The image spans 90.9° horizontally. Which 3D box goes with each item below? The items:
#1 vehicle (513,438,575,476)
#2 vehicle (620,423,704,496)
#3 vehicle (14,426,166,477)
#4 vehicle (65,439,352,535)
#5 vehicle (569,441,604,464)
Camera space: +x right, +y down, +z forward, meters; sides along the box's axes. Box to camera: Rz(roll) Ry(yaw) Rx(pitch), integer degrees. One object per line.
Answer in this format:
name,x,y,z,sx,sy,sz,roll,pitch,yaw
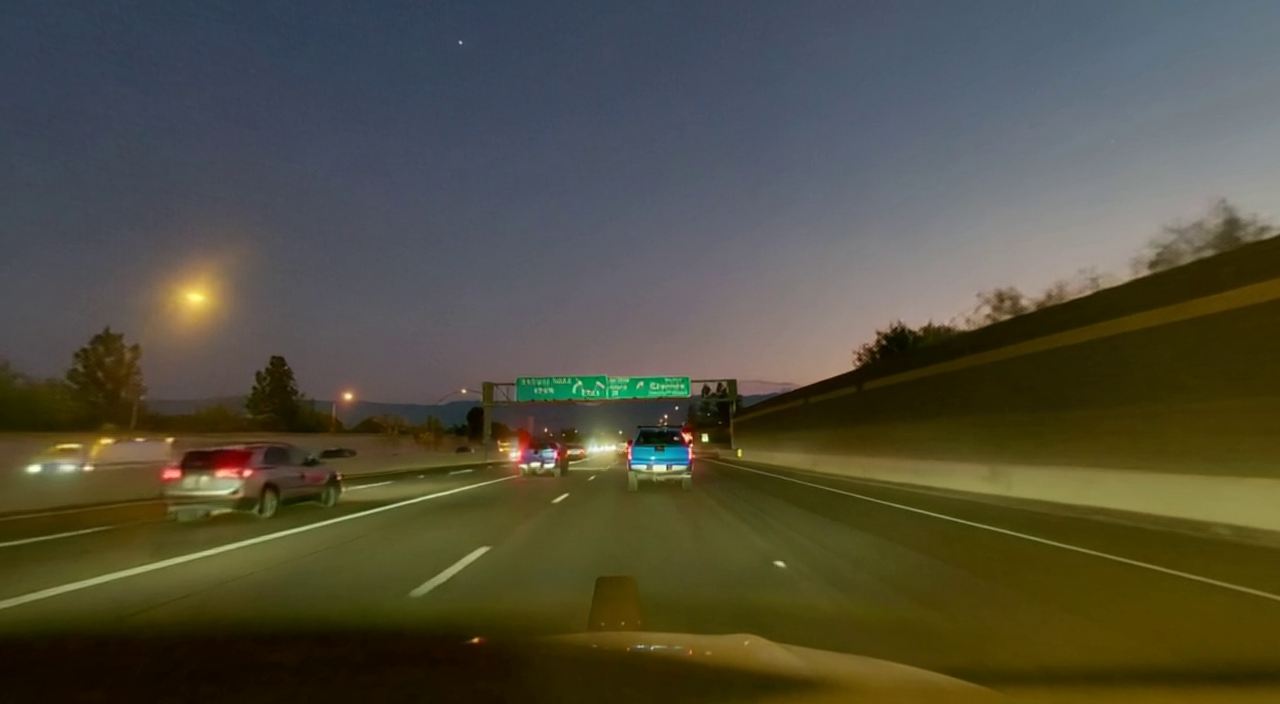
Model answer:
vehicle,-4.250,4.749,28.737,1.961,1.591,4.756,0,-8,1
vehicle,0.543,3.028,18.091,2.083,1.792,4.782,0,-8,0
vehicle,-34.270,6.234,39.788,2.699,2.920,7.178,-1,-8,4
vehicle,-7.756,2.436,12.137,2.081,1.463,4.749,0,-8,1
vehicle,-3.788,7.174,45.155,2.061,1.584,4.290,0,-8,1
